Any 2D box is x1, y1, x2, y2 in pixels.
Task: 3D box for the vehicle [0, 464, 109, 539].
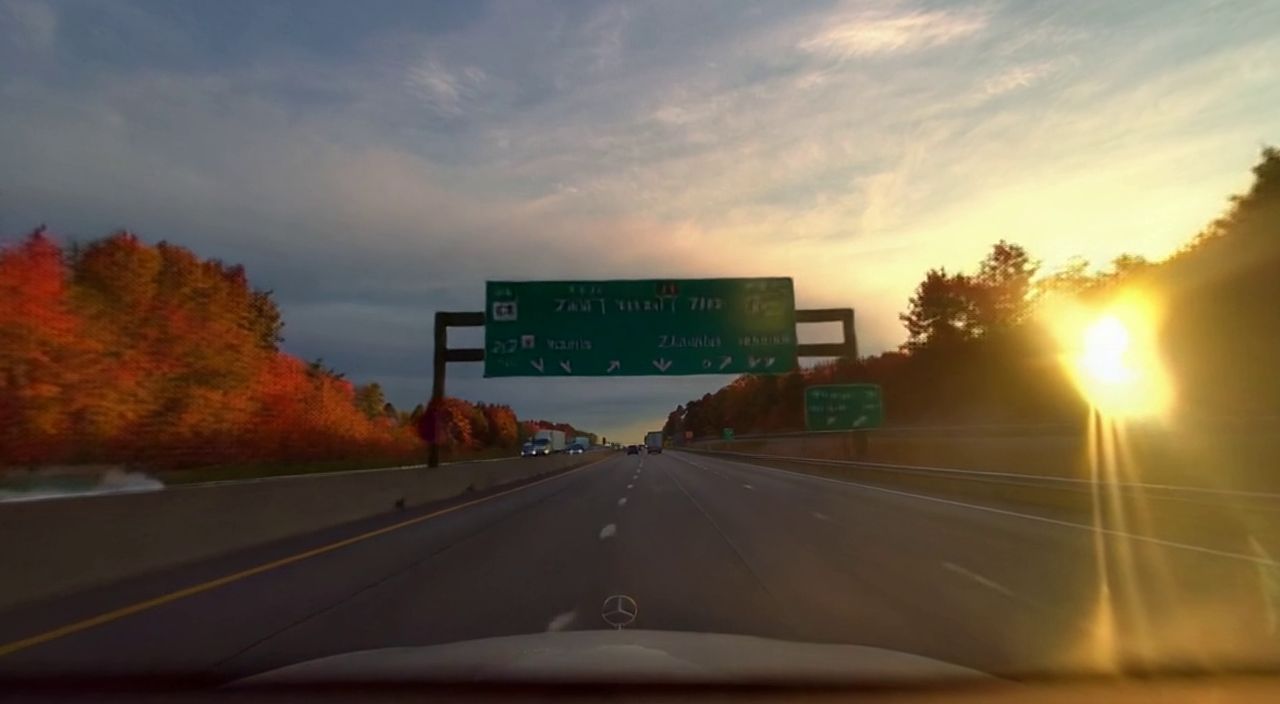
[{"bbox_3d":[-14.677,3.363,14.142,1.808,1.507,3.965,-1,-9,1],"label":"vehicle"}]
